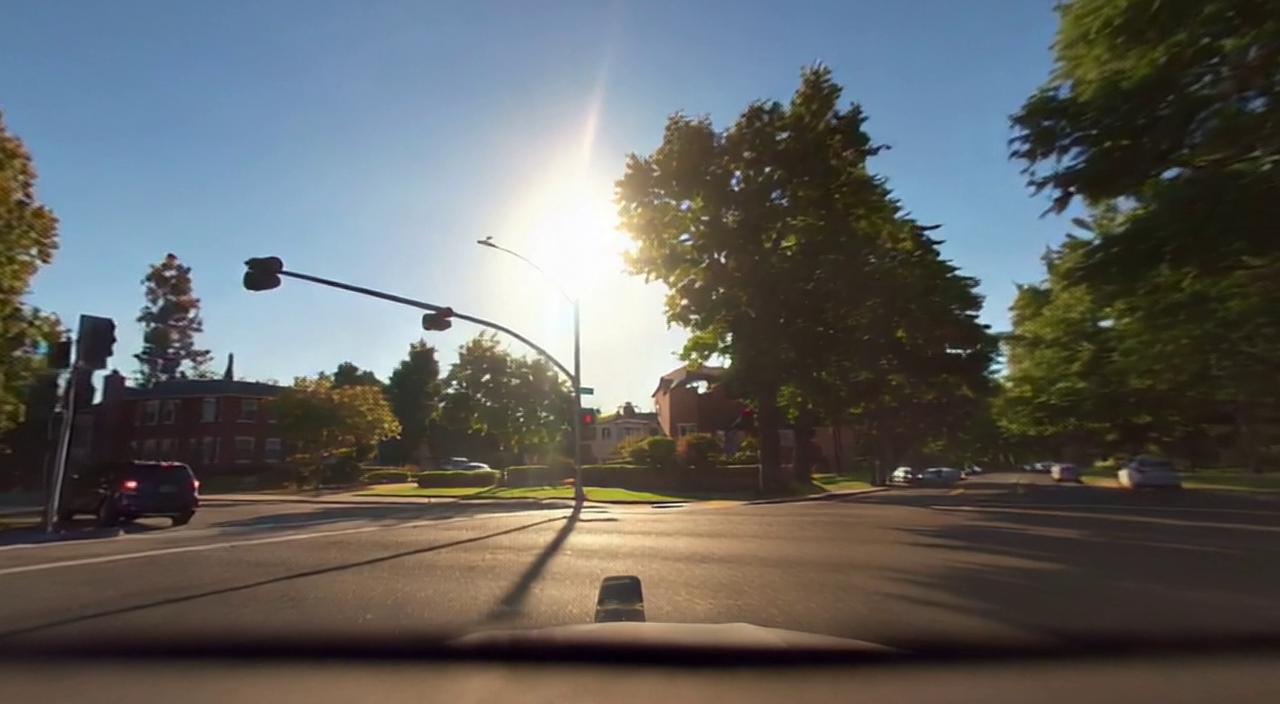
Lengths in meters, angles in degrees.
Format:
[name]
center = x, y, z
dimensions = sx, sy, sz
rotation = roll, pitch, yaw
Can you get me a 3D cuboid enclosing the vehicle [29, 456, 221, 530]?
[vehicle]
center = -13.043, 3.461, 16.012
dimensions = 4.247, 1.591, 2.093
rotation = -4, -10, 27
